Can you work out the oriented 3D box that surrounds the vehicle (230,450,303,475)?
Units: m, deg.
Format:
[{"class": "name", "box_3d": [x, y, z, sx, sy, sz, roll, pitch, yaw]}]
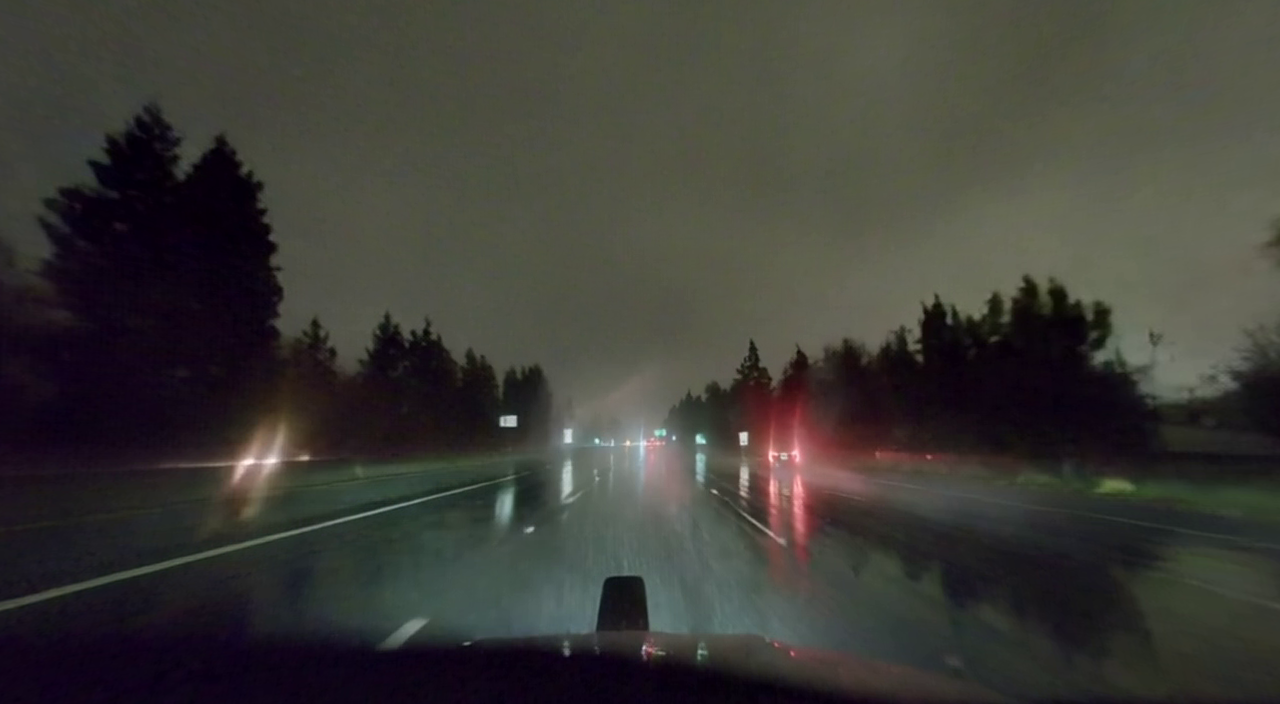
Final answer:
[{"class": "vehicle", "box_3d": [-24.358, 7.187, 41.313, 1.822, 1.479, 4.695, 0, -8, 1]}]
